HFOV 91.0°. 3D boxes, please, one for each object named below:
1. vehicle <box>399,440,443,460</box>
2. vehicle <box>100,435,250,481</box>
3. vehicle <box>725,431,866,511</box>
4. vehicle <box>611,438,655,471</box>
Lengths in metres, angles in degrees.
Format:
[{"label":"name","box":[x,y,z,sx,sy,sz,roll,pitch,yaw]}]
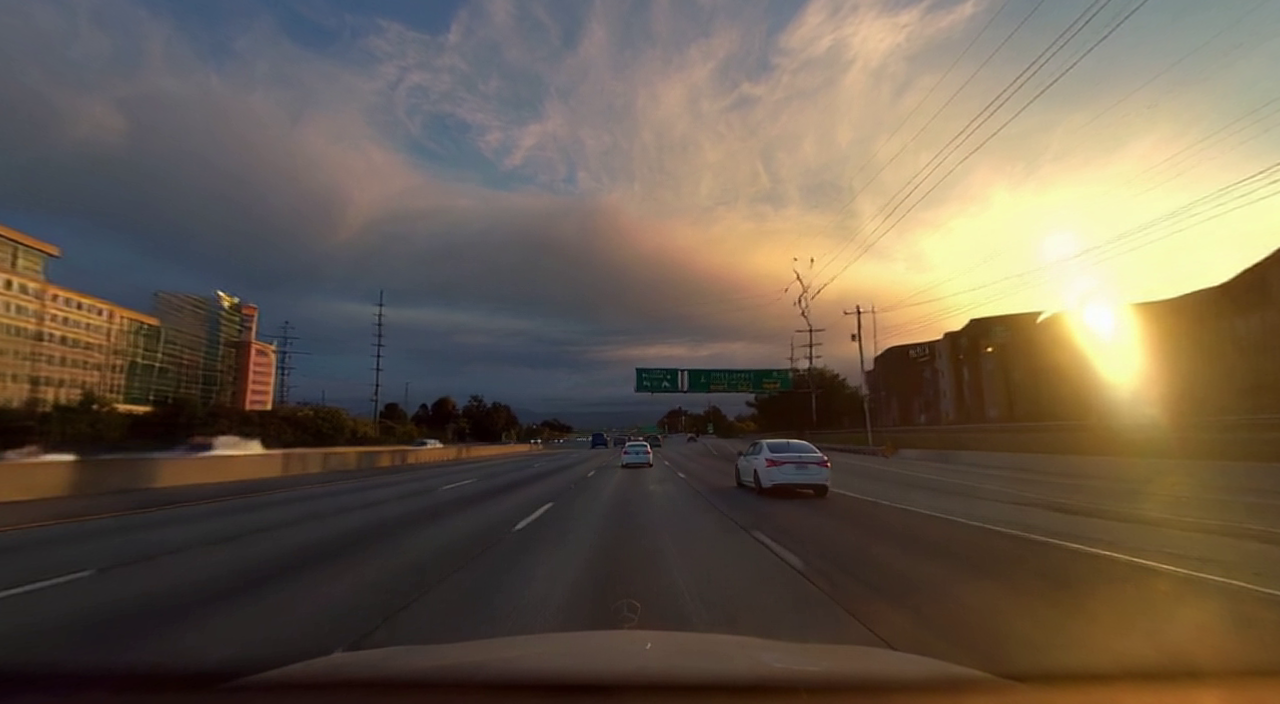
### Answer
[{"label":"vehicle","box":[-16.788,7.507,48.404,1.794,1.492,4.245,0,-8,0]},{"label":"vehicle","box":[-16.666,3.814,22.933,2.015,1.513,4.497,0,-8,0]},{"label":"vehicle","box":[3.325,2.634,14.510,1.995,1.533,4.463,0,-8,-2]},{"label":"vehicle","box":[-0.374,5.002,30.981,2.019,1.472,3.971,0,-8,-1]}]
